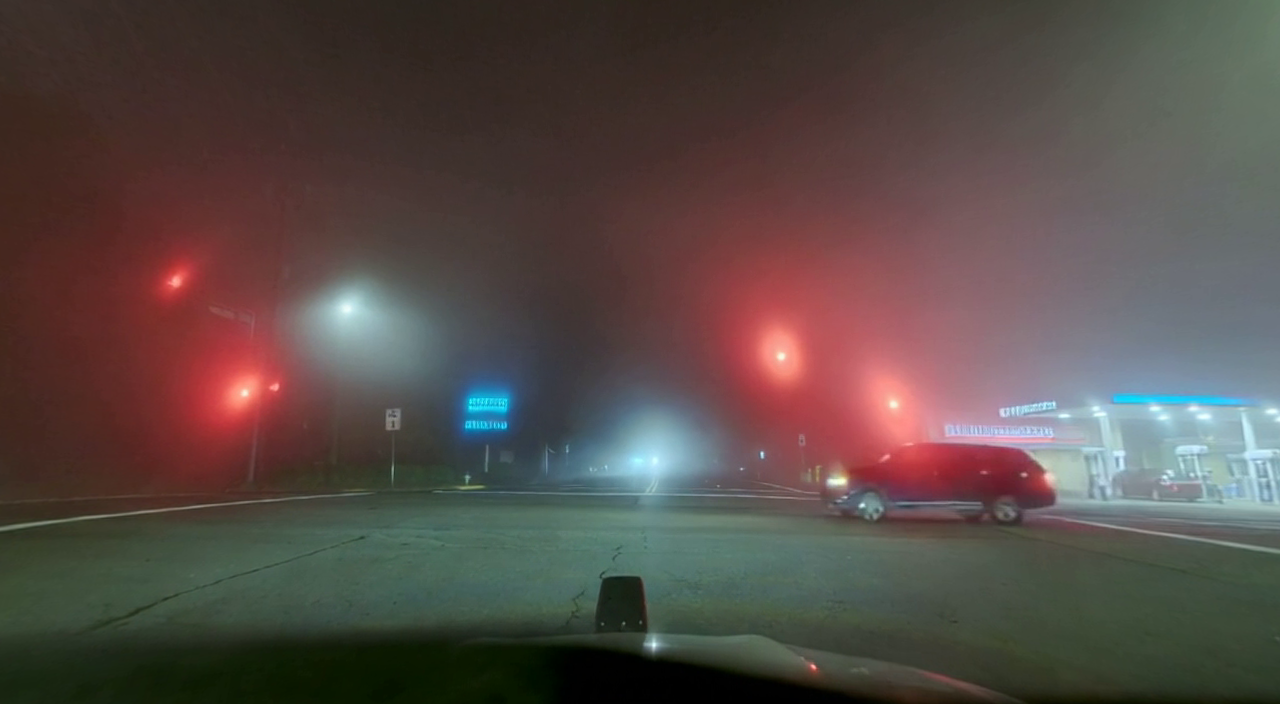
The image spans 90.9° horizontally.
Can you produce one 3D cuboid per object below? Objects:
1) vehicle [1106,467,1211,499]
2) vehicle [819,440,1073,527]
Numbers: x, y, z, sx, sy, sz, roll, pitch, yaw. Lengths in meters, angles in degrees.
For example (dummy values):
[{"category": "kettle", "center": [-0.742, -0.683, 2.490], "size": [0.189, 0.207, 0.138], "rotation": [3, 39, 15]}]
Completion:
[{"category": "vehicle", "center": [28.046, 7.066, 34.305], "size": [1.897, 1.466, 4.211], "rotation": [1, -8, -4]}, {"category": "vehicle", "center": [6.533, 2.834, 13.905], "size": [4.556, 1.743, 1.938], "rotation": [0, -8, 0]}]
